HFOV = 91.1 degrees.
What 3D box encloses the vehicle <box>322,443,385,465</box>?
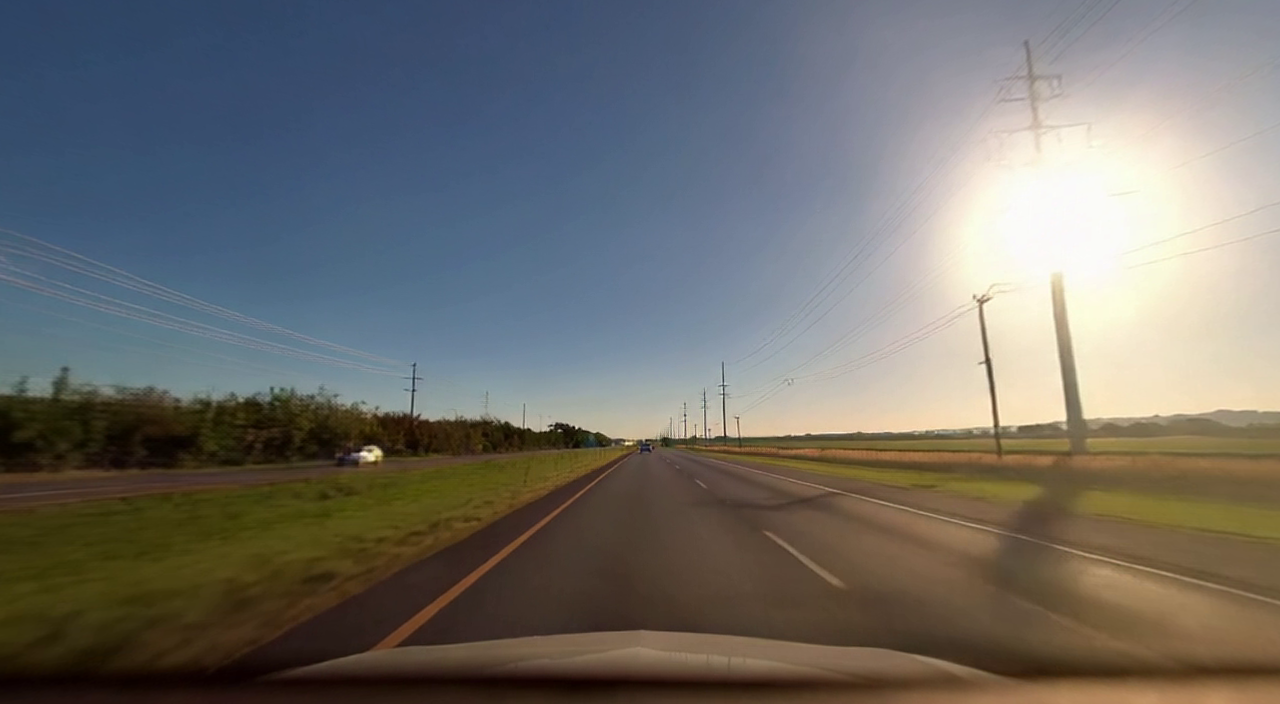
[{"bbox_3d":[-19.897,7.087,43.832,2.025,1.469,4.826,0,-8,1],"label":"vehicle"}]
